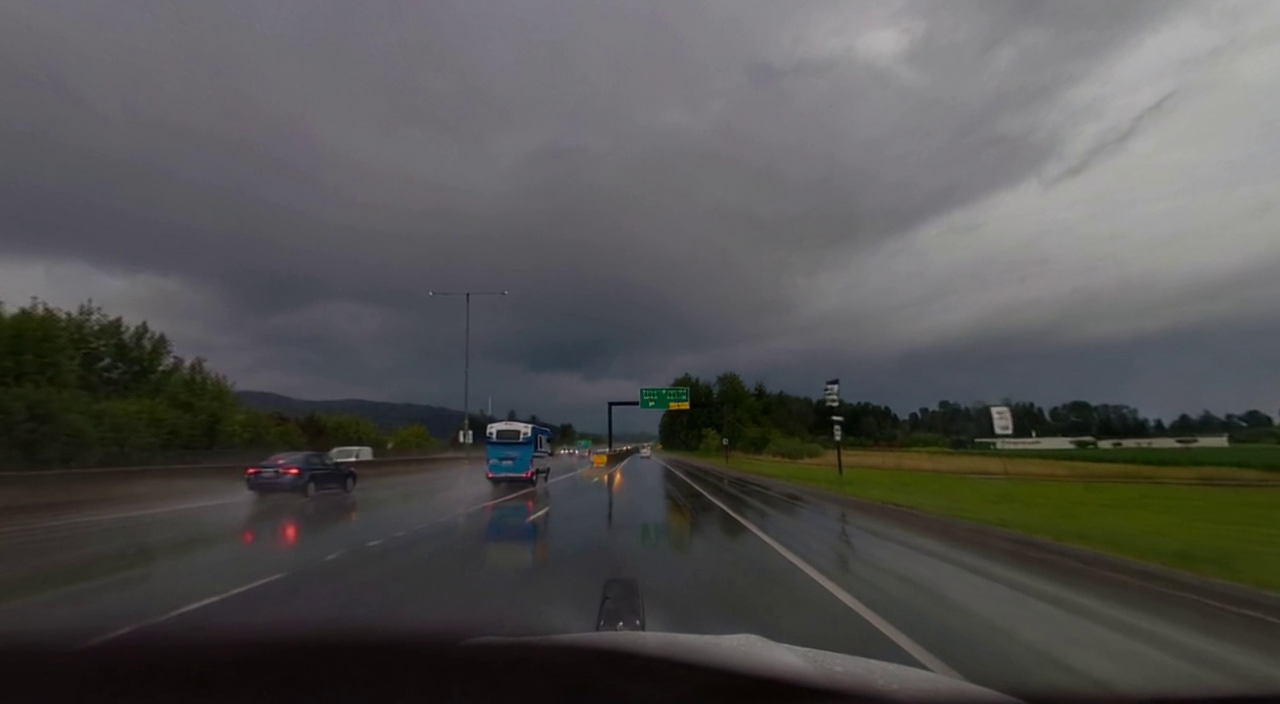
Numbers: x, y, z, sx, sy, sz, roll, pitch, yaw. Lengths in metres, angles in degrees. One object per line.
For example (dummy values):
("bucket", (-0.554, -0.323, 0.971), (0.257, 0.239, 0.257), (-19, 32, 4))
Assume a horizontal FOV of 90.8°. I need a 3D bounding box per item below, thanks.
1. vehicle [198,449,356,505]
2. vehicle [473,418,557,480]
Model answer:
("vehicle", (-10.606, 3.647, 18.936), (1.922, 1.448, 4.638), (0, -9, 1))
("vehicle", (-6.434, 5.187, 33.777), (2.747, 2.934, 7.411), (0, -9, 2))
